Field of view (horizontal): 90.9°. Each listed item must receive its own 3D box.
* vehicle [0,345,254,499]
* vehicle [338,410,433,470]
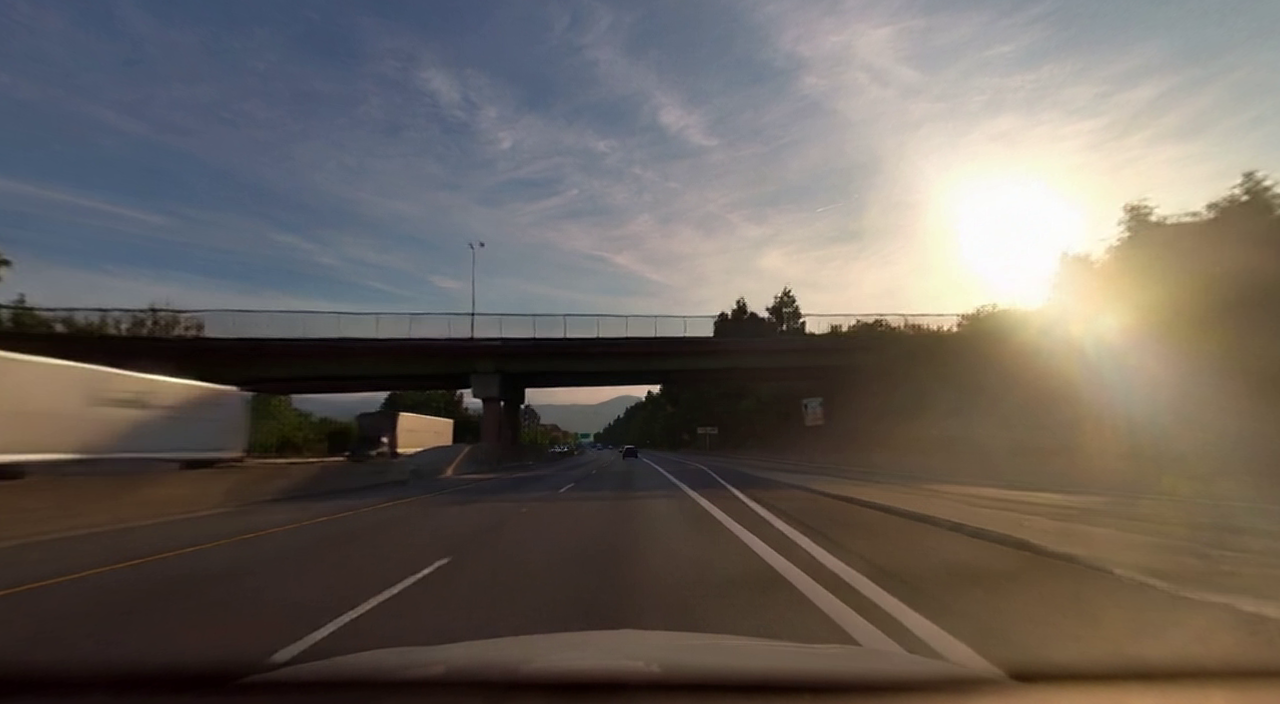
[{"bbox_3d":[-18.250,2.399,20.128,2.906,3.972,14.227,0,-9,0],"label":"vehicle"},{"bbox_3d":[-18.594,6.635,47.051,2.912,3.980,10.503,0,-9,-2],"label":"vehicle"}]
